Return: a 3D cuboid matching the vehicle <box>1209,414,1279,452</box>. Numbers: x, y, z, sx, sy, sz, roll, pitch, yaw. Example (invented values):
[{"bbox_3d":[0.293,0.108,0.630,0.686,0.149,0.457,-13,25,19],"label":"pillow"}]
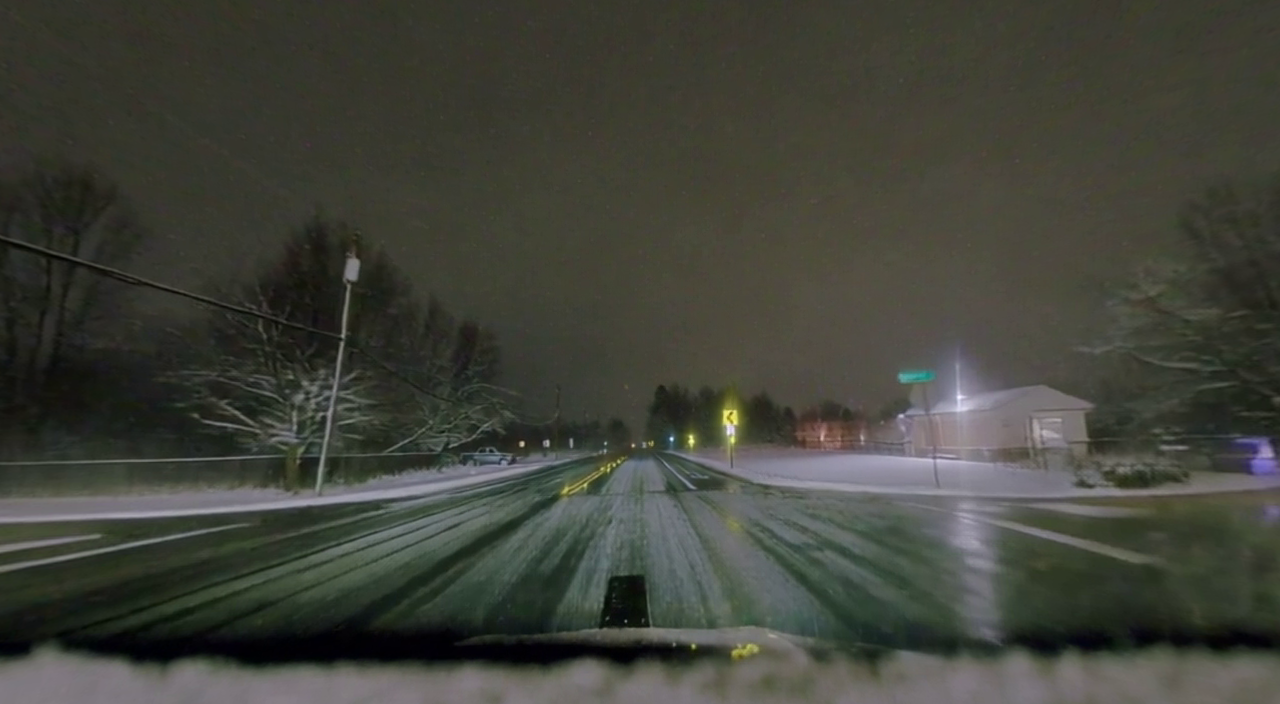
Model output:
[{"bbox_3d":[26.730,3.554,27.322,1.802,1.479,4.911,-4,-10,28],"label":"vehicle"}]
